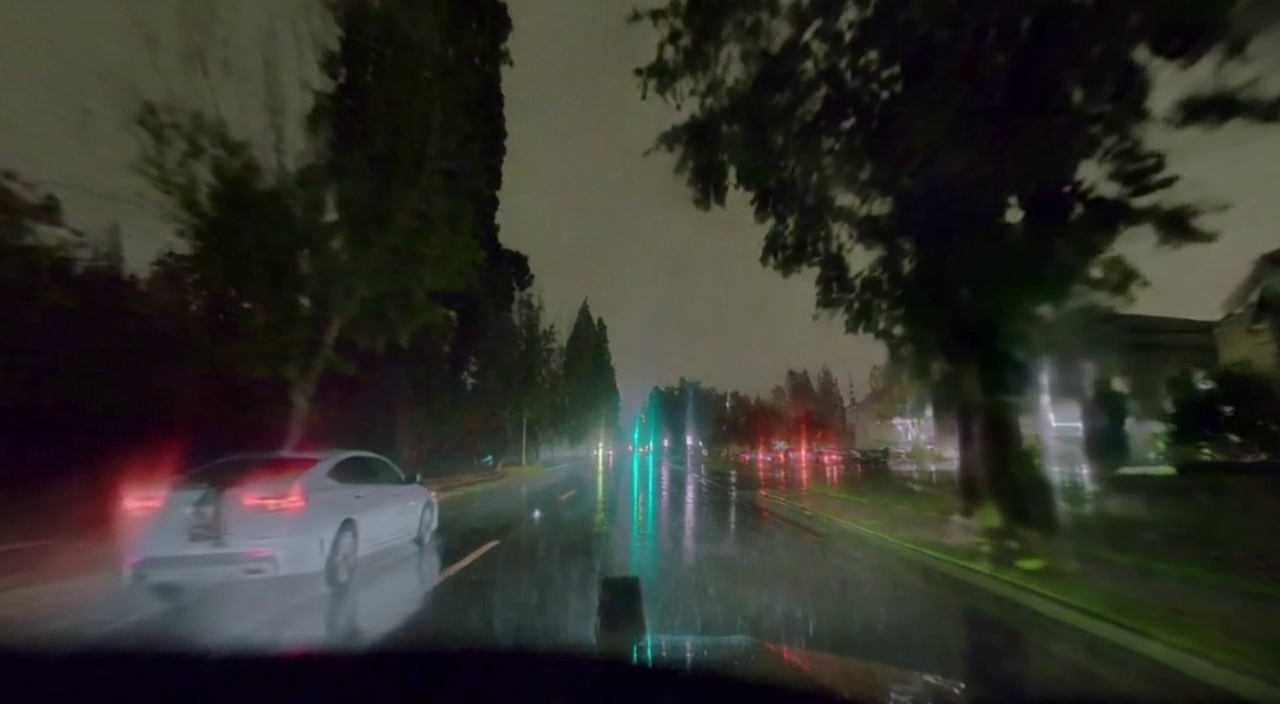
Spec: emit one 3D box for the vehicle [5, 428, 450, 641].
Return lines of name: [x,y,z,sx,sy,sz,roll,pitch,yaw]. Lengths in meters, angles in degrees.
vehicle: [-3.655,1.646,6.699,2.030,1.550,3.925,0,-9,0]
